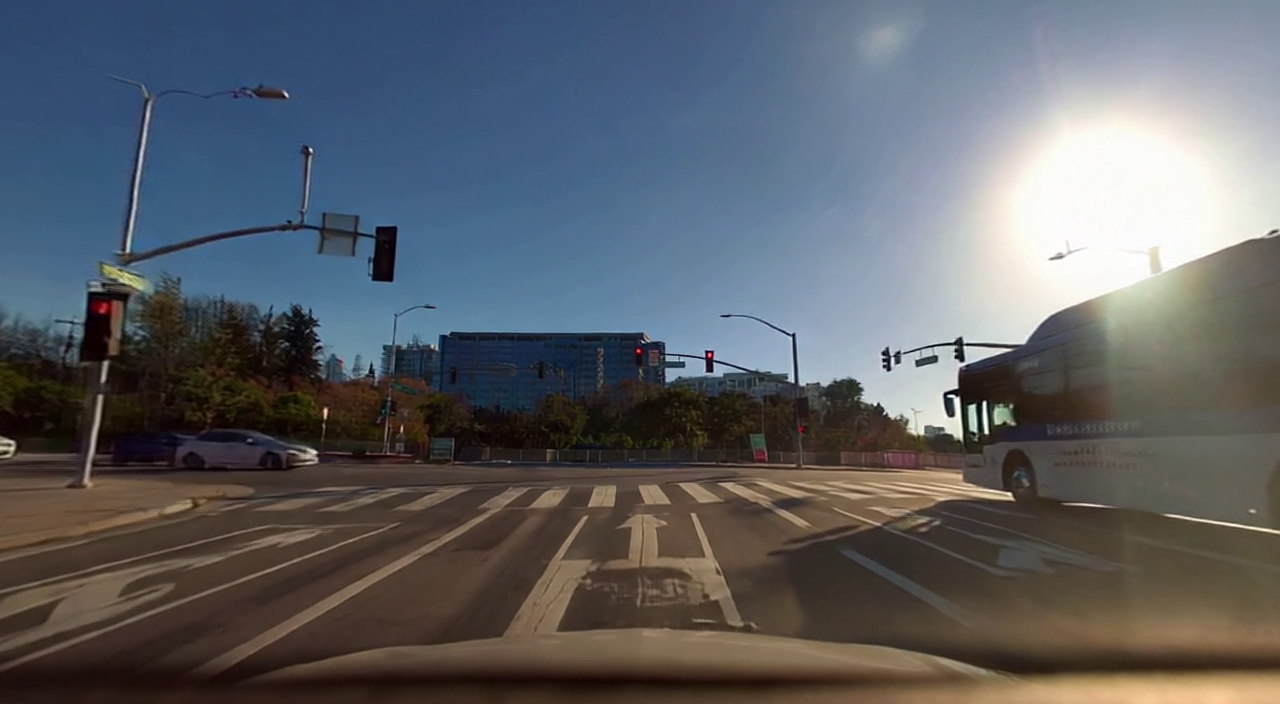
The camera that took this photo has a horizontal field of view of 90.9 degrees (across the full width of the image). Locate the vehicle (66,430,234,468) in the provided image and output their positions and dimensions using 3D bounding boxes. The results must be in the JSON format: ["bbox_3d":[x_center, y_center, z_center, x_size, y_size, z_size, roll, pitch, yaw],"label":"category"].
[{"bbox_3d":[-20.684,4.143,26.920,5.203,1.488,1.907,3,-9,-19],"label":"vehicle"}]

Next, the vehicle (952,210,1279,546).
[{"bbox_3d":[9.404,0.707,10.170,2.916,4.009,13.397,0,-9,5],"label":"vehicle"}]

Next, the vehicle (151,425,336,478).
[{"bbox_3d":[-13.511,3.462,21.910,5.014,1.675,1.906,3,-9,-18],"label":"vehicle"}]
